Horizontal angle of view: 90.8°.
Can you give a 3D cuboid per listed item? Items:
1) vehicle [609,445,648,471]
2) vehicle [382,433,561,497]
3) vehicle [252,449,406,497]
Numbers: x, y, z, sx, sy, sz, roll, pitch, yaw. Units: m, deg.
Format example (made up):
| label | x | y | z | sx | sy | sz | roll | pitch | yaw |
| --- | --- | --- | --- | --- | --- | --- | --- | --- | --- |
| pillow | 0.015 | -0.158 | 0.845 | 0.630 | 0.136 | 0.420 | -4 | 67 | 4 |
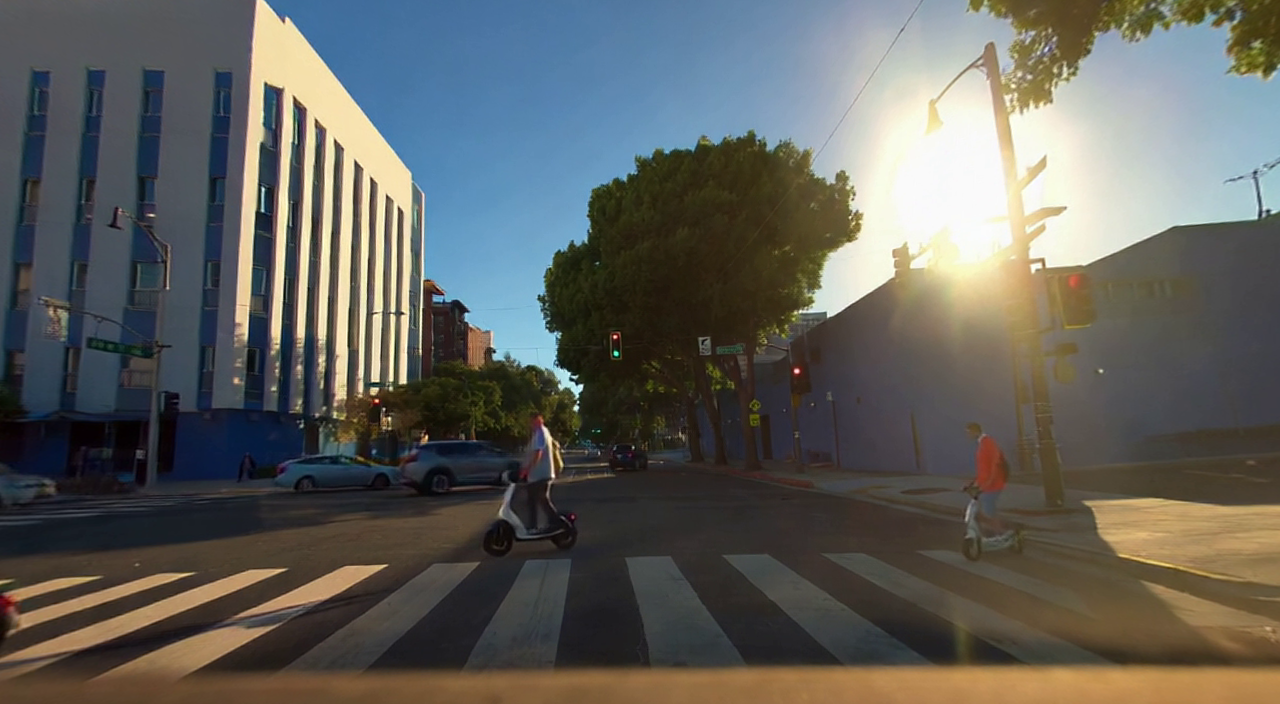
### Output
| label | x | y | z | sx | sy | sz | roll | pitch | yaw |
| --- | --- | --- | --- | --- | --- | --- | --- | --- | --- |
| vehicle | -0.691 | 6.923 | 41.528 | 2.051 | 1.616 | 4.641 | -1 | -8 | 5 |
| vehicle | -5.077 | 3.376 | 19.275 | 4.802 | 1.724 | 2.122 | 5 | -10 | -31 |
| vehicle | -10.598 | 4.109 | 21.874 | 4.485 | 1.463 | 2.075 | 3 | -9 | -23 |
